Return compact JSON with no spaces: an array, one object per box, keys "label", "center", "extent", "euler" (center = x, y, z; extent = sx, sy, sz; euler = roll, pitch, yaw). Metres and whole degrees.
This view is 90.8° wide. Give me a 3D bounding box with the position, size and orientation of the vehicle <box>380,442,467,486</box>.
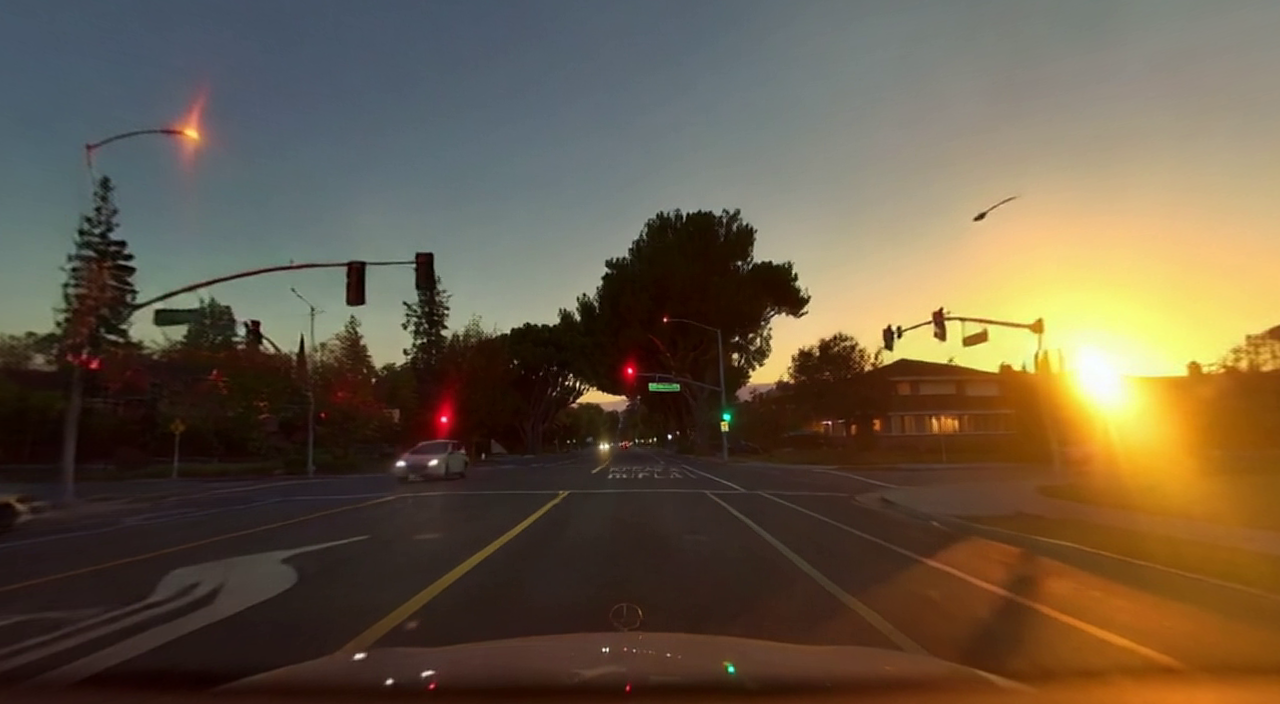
[{"label":"vehicle","center":[-8.049,4.165,23.860],"extent":[1.869,1.497,3.768],"euler":[0,-8,1]}]
